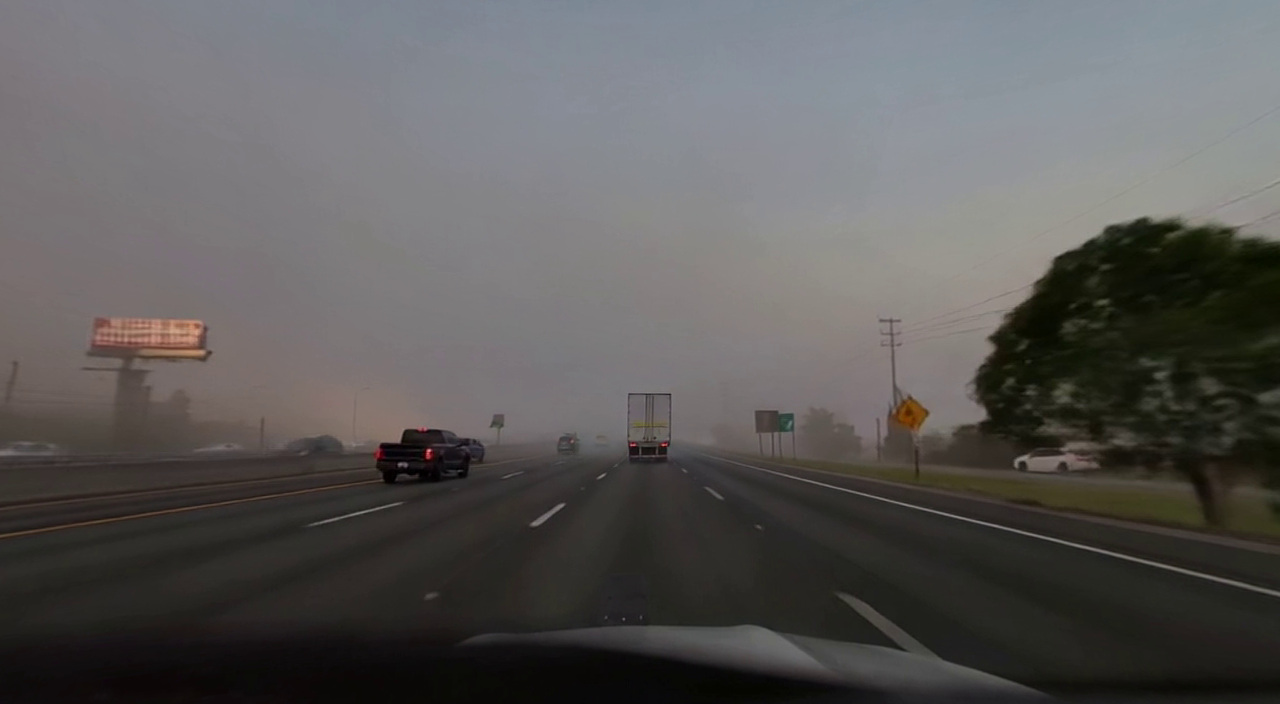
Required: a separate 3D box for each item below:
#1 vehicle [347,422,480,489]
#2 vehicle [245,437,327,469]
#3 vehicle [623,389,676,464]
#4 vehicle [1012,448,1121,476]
[{"bbox_3d":[-6.974,3.265,20.191,2.197,1.847,5.364,0,-8,1],"label":"vehicle"},{"bbox_3d":[-18.013,5.148,32.319,1.925,1.483,3.825,0,-8,1],"label":"vehicle"},{"bbox_3d":[0.720,4.857,39.774,2.879,4.027,11.243,0,-8,2],"label":"vehicle"},{"bbox_3d":[24.478,6.298,36.416,1.757,1.437,4.897,6,-10,-25],"label":"vehicle"}]
